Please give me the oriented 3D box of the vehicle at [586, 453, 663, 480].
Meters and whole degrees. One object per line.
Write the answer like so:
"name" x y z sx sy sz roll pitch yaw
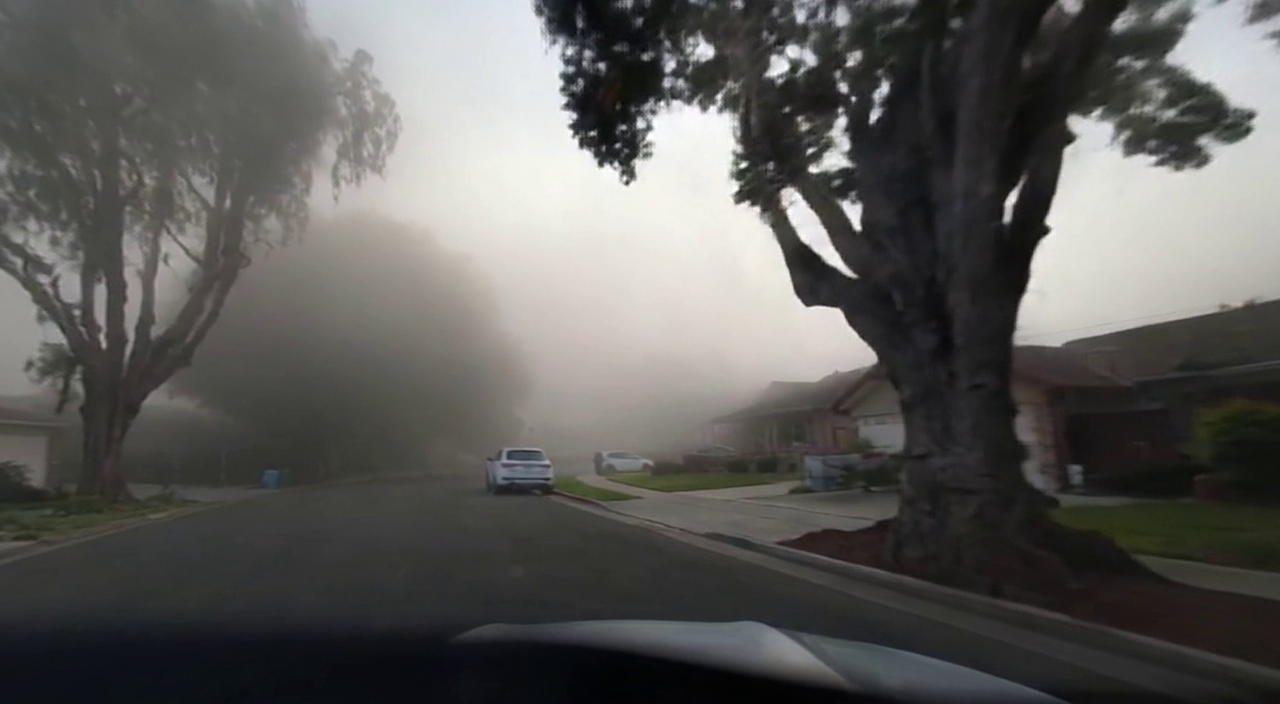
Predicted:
"vehicle" -0.960 6.790 37.280 4.457 1.510 1.762 1 -8 -3

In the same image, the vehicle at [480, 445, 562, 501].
"vehicle" -4.351 4.200 22.390 2.163 1.760 4.591 3 -9 -19
